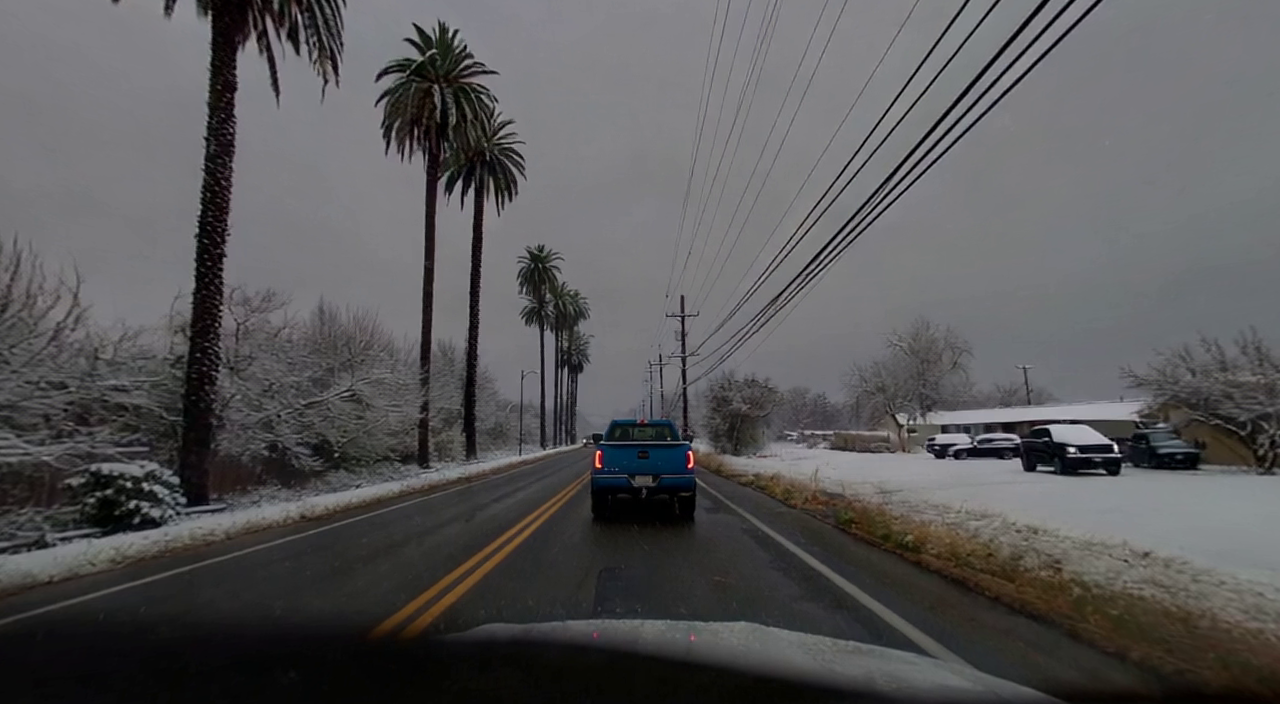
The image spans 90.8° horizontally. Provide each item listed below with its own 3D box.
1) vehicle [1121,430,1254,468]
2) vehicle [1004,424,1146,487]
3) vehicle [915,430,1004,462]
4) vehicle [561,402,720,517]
[{"bbox_3d":[24.634,4.402,28.503,4.314,1.553,1.948,0,-11,-6],"label":"vehicle"},{"bbox_3d":[16.121,3.895,23.934,2.338,1.917,6.076,-6,-10,15],"label":"vehicle"},{"bbox_3d":[20.630,6.160,41.214,2.277,1.836,6.267,-1,-9,-3],"label":"vehicle"},{"bbox_3d":[0.000,2.366,14.361,2.848,2.047,5.885,0,-8,0],"label":"vehicle"}]
